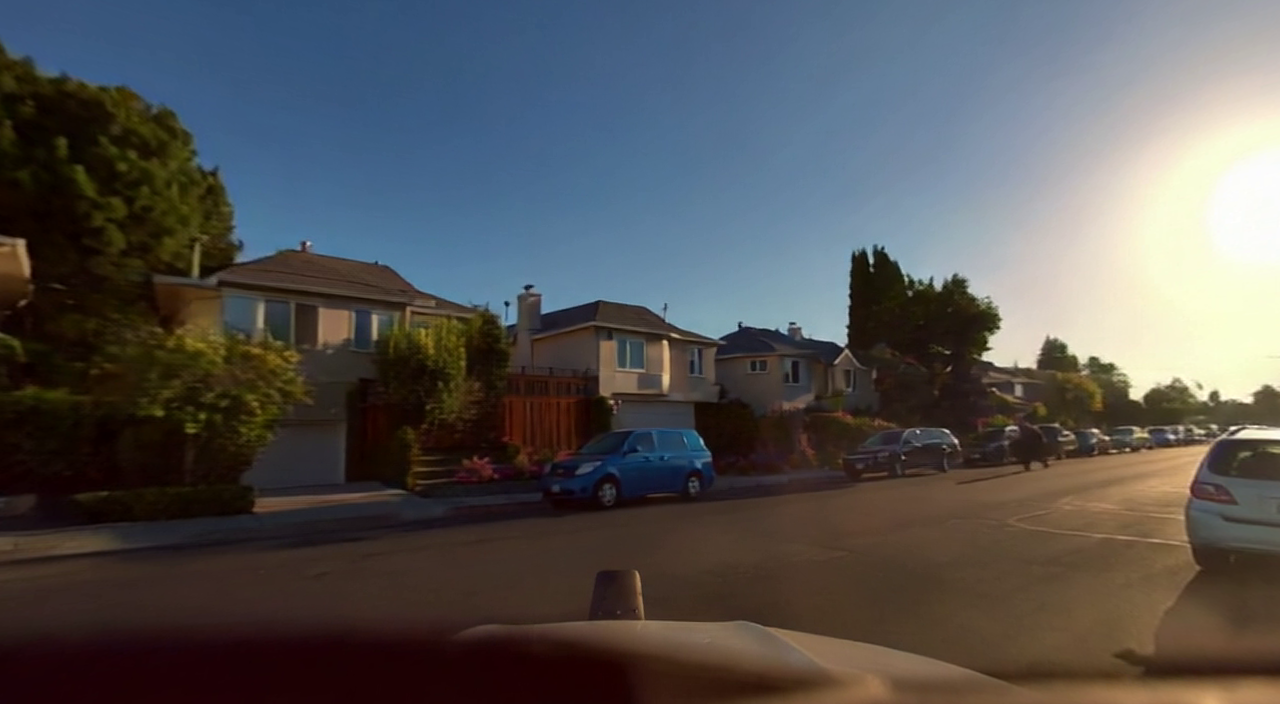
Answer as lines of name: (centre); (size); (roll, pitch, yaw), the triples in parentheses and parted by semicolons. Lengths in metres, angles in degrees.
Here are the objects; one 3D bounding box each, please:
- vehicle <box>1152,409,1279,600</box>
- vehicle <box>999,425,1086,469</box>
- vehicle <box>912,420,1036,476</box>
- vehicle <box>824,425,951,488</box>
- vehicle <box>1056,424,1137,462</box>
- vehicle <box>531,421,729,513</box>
vehicle: (6.861, 1.371, 6.249); (4.226, 1.507, 2.008); (7, -10, -42)
vehicle: (16.086, 3.763, 25.125); (3.465, 1.549, 1.734); (5, -13, -39)
vehicle: (11.549, 3.285, 21.713); (4.428, 1.670, 1.872); (4, -12, -37)
vehicle: (7.210, 2.922, 18.211); (3.785, 1.488, 1.828); (4, -7, -42)
vehicle: (20.947, 4.100, 28.886); (3.628, 1.532, 1.834); (3, -7, -35)
vehicle: (-0.117, 2.138, 12.288); (3.513, 1.507, 1.798); (6, -9, -40)
